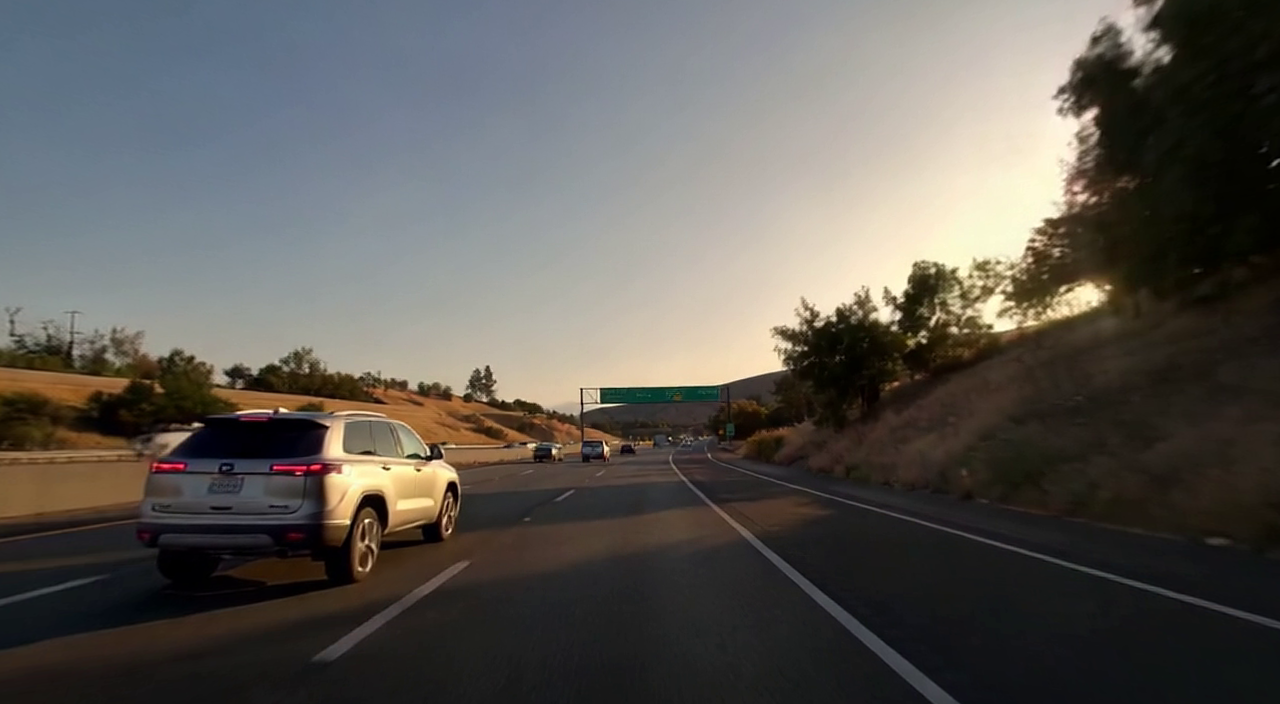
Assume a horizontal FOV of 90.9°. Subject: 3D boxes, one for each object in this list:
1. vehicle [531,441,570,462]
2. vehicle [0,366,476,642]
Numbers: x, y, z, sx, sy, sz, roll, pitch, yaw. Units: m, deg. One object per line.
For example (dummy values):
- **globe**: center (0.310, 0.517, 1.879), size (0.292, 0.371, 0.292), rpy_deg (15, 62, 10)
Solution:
- **vehicle**: center (-6.780, 7.563, 48.232), size (2.145, 1.512, 4.404), rpy_deg (0, -8, 2)
- **vehicle**: center (-3.570, 1.370, 6.713), size (2.218, 1.848, 4.789), rpy_deg (0, -9, 2)
